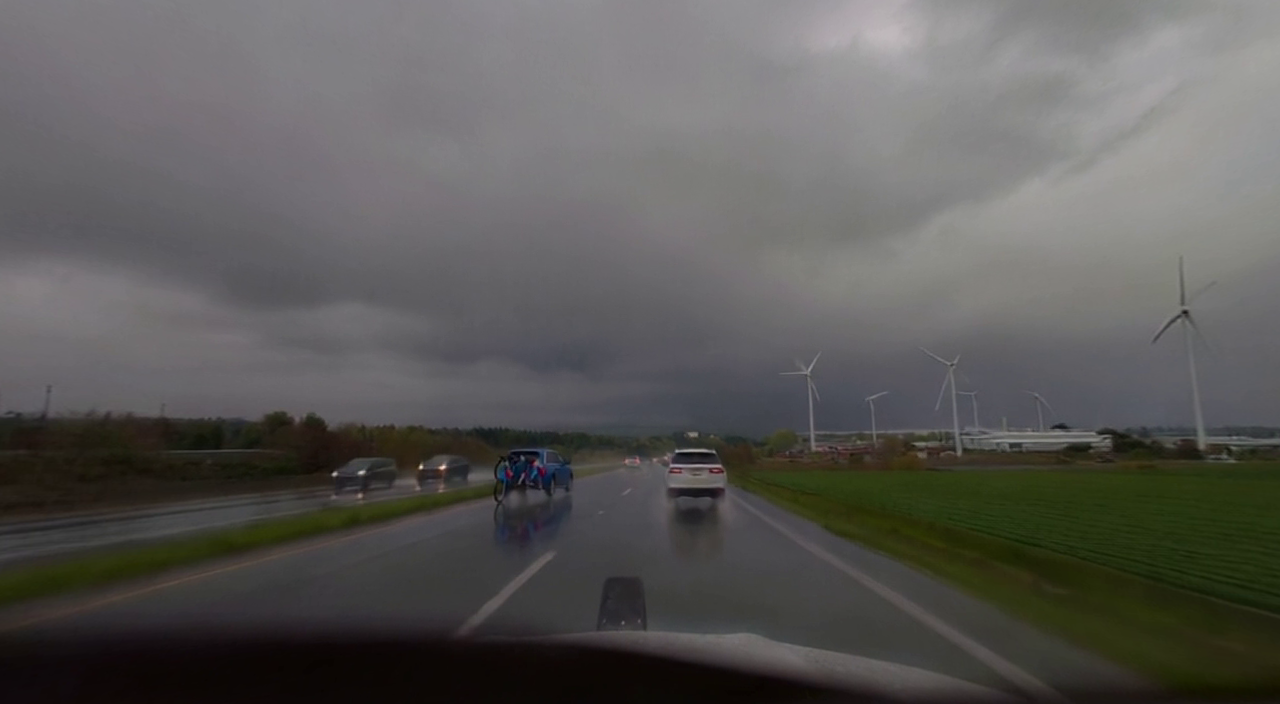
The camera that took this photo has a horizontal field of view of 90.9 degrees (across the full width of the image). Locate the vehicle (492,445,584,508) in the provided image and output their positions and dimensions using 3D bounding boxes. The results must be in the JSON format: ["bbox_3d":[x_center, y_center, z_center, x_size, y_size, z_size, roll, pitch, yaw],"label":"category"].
[{"bbox_3d":[-2.969,3.711,19.238,1.962,1.681,4.033,-1,-9,2],"label":"vehicle"}]

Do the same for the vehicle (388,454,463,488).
[{"bbox_3d":[-10.690,5.947,31.766,2.088,1.545,4.230,-1,-9,3],"label":"vehicle"}]

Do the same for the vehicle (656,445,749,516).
[{"bbox_3d":[1.457,3.249,16.360,2.063,1.582,3.955,-1,-9,1],"label":"vehicle"}]

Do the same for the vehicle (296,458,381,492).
[{"bbox_3d":[-14.628,5.970,30.822,1.972,1.466,3.984,-1,-9,3],"label":"vehicle"}]
